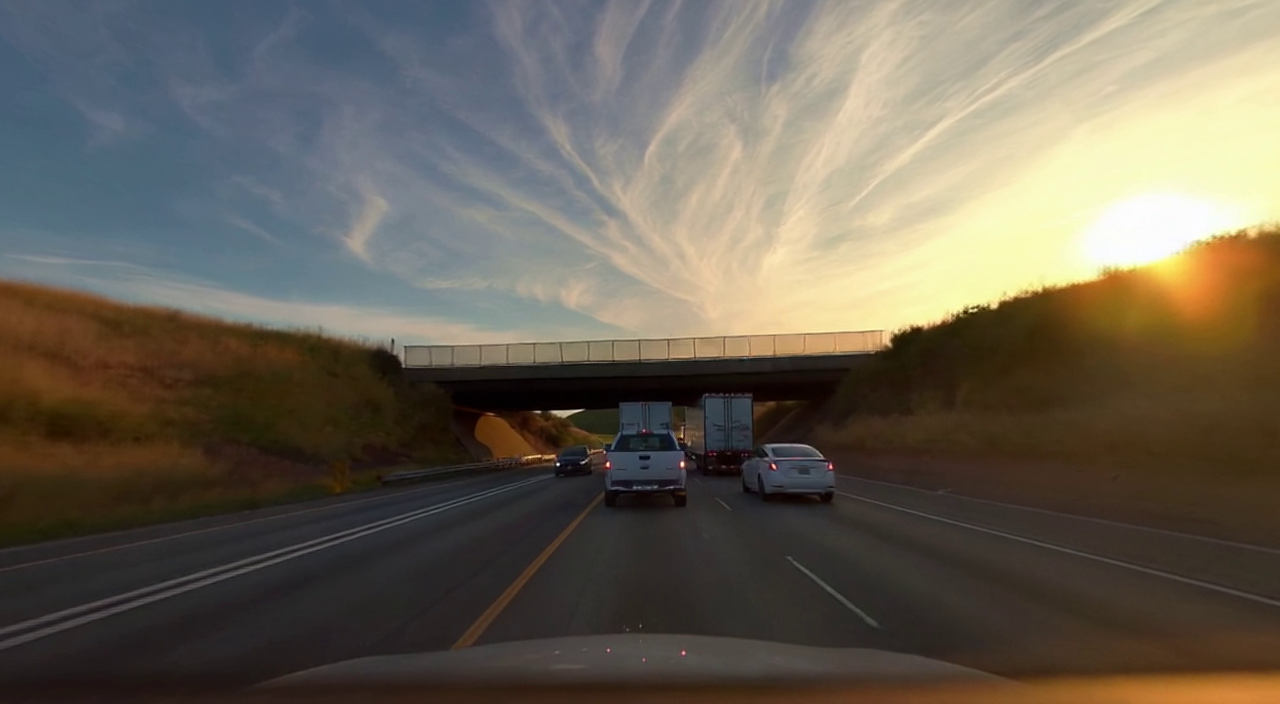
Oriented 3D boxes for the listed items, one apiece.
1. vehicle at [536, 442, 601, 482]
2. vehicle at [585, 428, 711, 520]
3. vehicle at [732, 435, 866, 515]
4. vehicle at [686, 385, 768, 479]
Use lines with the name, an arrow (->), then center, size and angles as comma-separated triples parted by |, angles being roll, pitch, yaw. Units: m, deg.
vehicle -> -2.939, 4.676, 27.023 | 2.096, 1.531, 4.210 | -1, -9, 3
vehicle -> 0.182, 2.526, 13.440 | 2.256, 1.615, 4.114 | -1, -9, 2
vehicle -> 3.369, 2.693, 14.218 | 1.972, 1.505, 3.946 | -1, -9, 0
vehicle -> 3.942, 3.920, 30.221 | 2.948, 3.974, 6.480 | -1, -9, 0
